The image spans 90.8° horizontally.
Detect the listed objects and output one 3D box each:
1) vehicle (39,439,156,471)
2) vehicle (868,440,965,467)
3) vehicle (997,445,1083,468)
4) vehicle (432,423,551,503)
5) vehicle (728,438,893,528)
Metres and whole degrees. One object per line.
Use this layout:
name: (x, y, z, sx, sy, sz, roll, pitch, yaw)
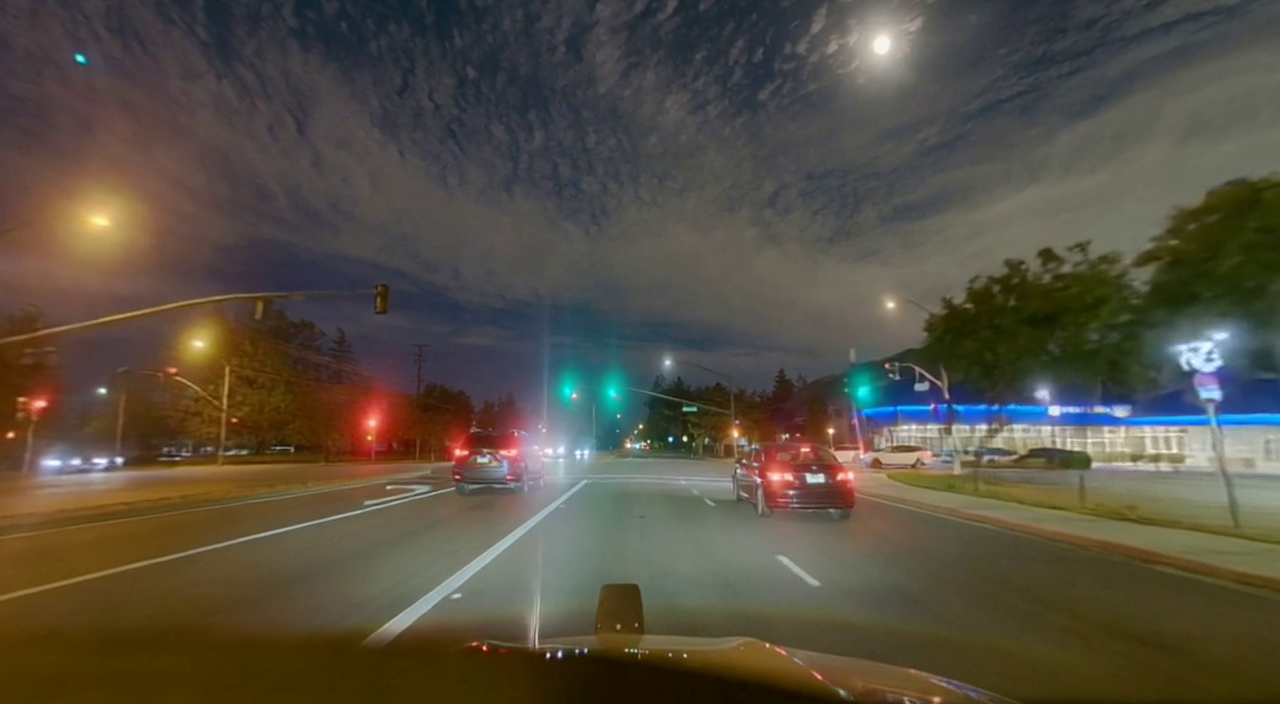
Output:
vehicle: (-36.521, 6.934, 42.636, 5.569, 2.088, 2.426, 0, -8, 0)
vehicle: (19.996, 7.376, 45.898, 5.886, 1.798, 2.407, -1, -9, 0)
vehicle: (28.739, 7.492, 45.464, 4.874, 1.625, 1.930, 0, -8, 0)
vehicle: (-3.702, 2.871, 16.697, 1.997, 1.806, 4.500, 0, -8, 1)
vehicle: (3.238, 2.577, 13.164, 1.975, 1.502, 4.787, 0, -8, -2)
